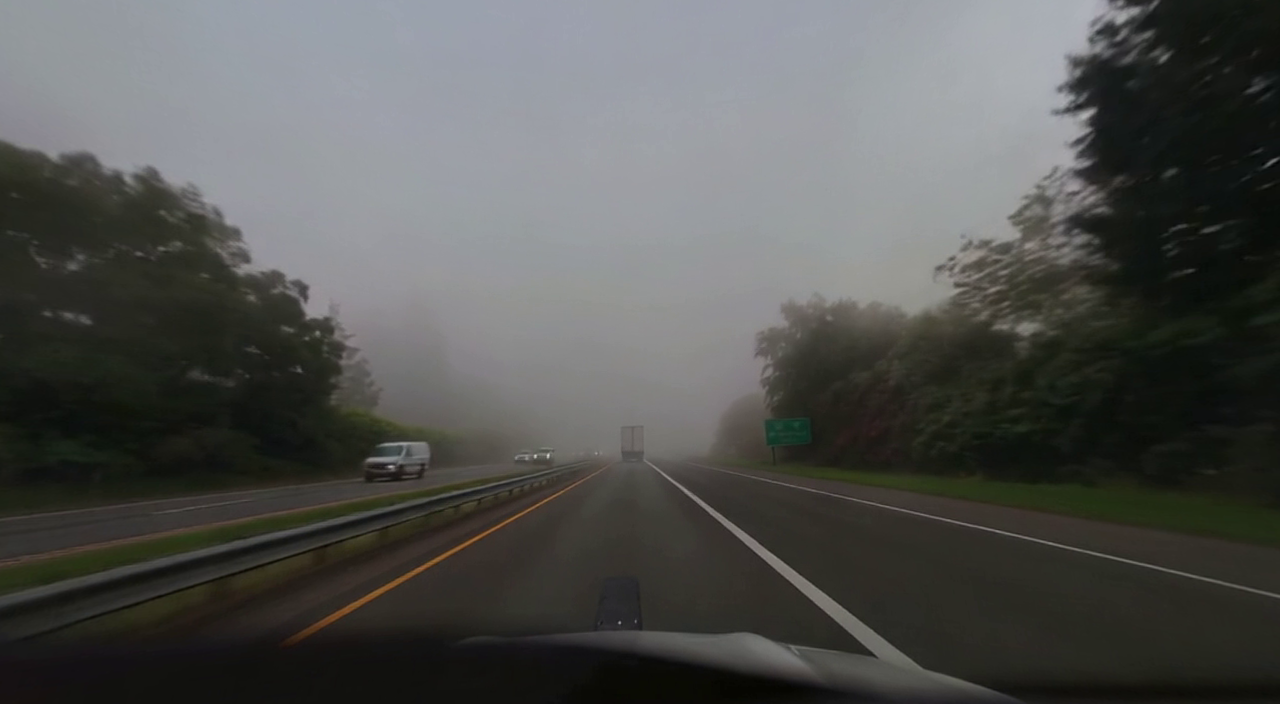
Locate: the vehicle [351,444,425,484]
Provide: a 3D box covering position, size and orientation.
[{"bbox_3d":[-13.774,6.122,34.575,2.096,1.982,4.795,0,-9,0],"label":"vehicle"}]
